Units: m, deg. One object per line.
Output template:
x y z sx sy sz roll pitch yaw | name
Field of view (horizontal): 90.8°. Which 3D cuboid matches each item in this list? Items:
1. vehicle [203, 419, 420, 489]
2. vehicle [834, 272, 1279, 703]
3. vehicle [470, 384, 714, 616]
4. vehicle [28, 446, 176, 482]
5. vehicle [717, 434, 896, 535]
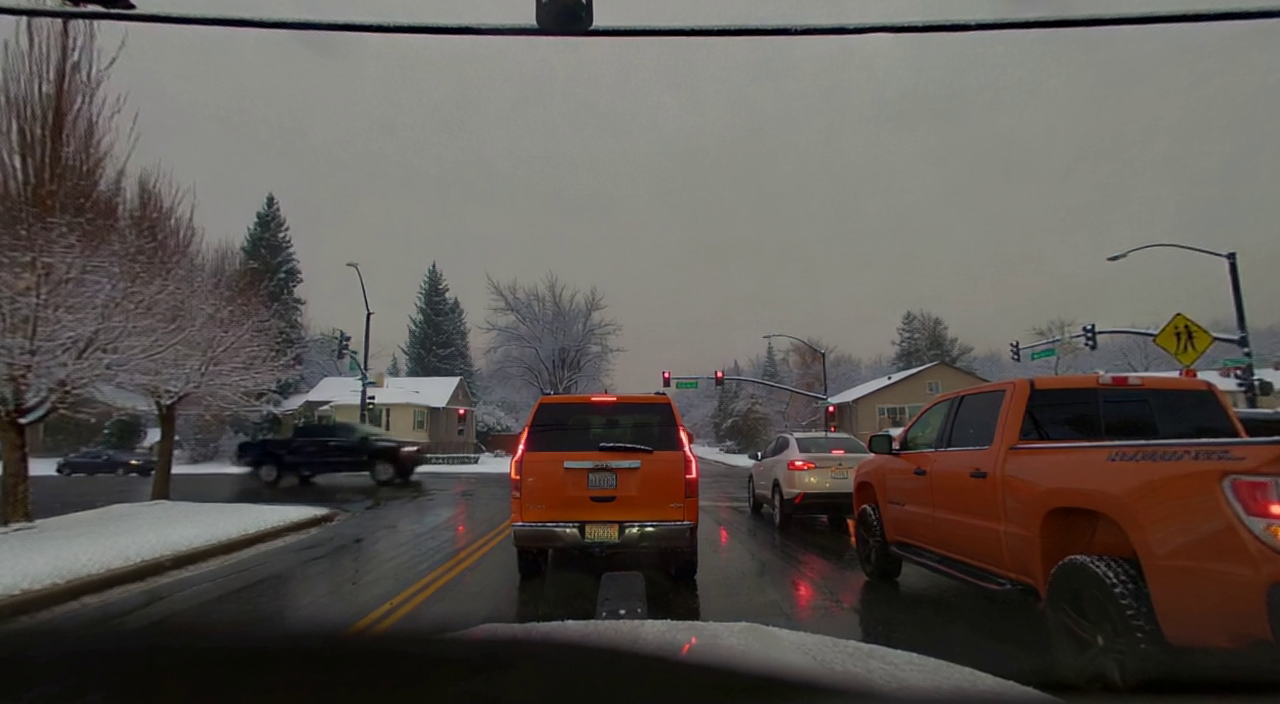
-11.385 3.580 22.457 6.403 2.287 2.039 1 -8 -10 | vehicle
2.973 0.948 3.895 1.886 1.849 5.070 0 -8 -1 | vehicle
-0.256 1.394 6.700 1.915 1.780 3.379 -1 -8 4 | vehicle
-22.925 4.769 27.085 4.533 1.350 1.714 0 -7 -8 | vehicle
2.710 2.266 11.524 1.952 1.465 4.421 0 -8 -2 | vehicle
